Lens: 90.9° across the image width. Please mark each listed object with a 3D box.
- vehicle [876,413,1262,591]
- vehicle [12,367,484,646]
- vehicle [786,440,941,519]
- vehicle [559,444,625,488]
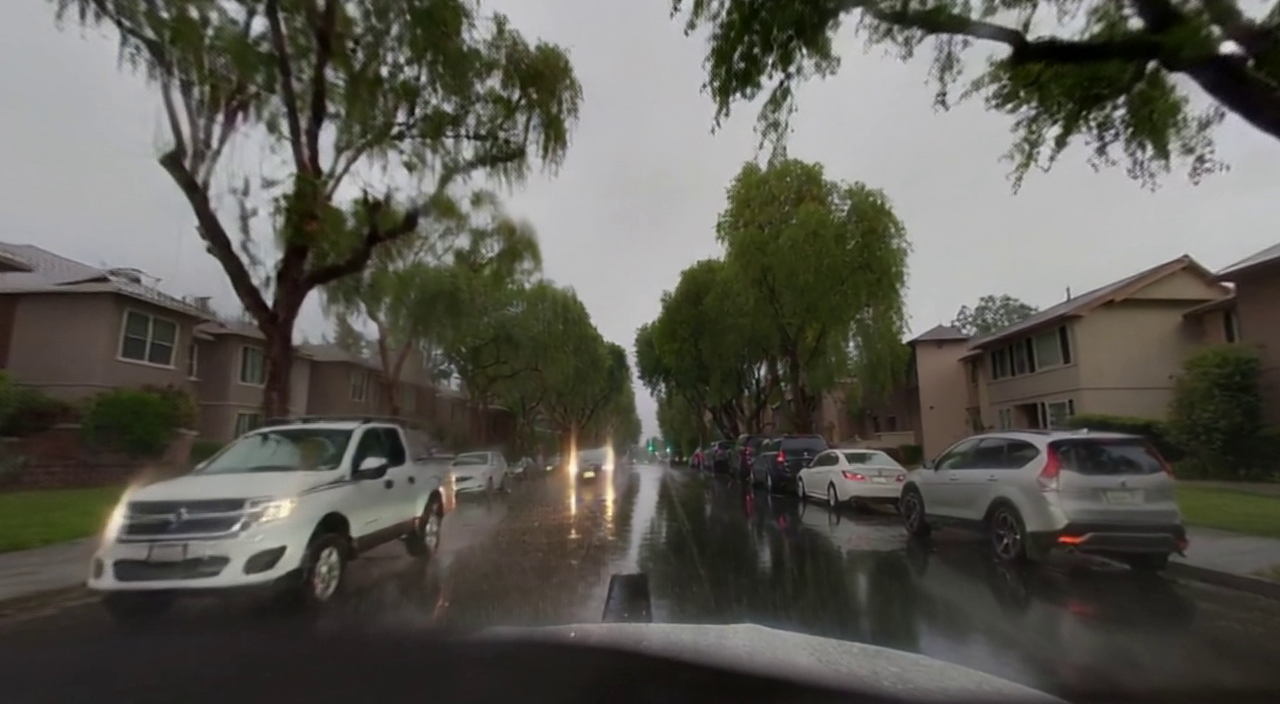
[{"bbox_3d":[5.095,1.818,8.548,1.937,1.722,4.575,0,-9,-1],"label":"vehicle"},{"bbox_3d":[-3.514,1.503,7.230,2.197,2.047,4.985,0,-9,0],"label":"vehicle"},{"bbox_3d":[5.005,2.897,14.904,1.876,1.538,4.447,0,-9,-2],"label":"vehicle"},{"bbox_3d":[-1.710,4.299,24.149,1.971,1.476,4.593,-1,-9,3],"label":"vehicle"}]
